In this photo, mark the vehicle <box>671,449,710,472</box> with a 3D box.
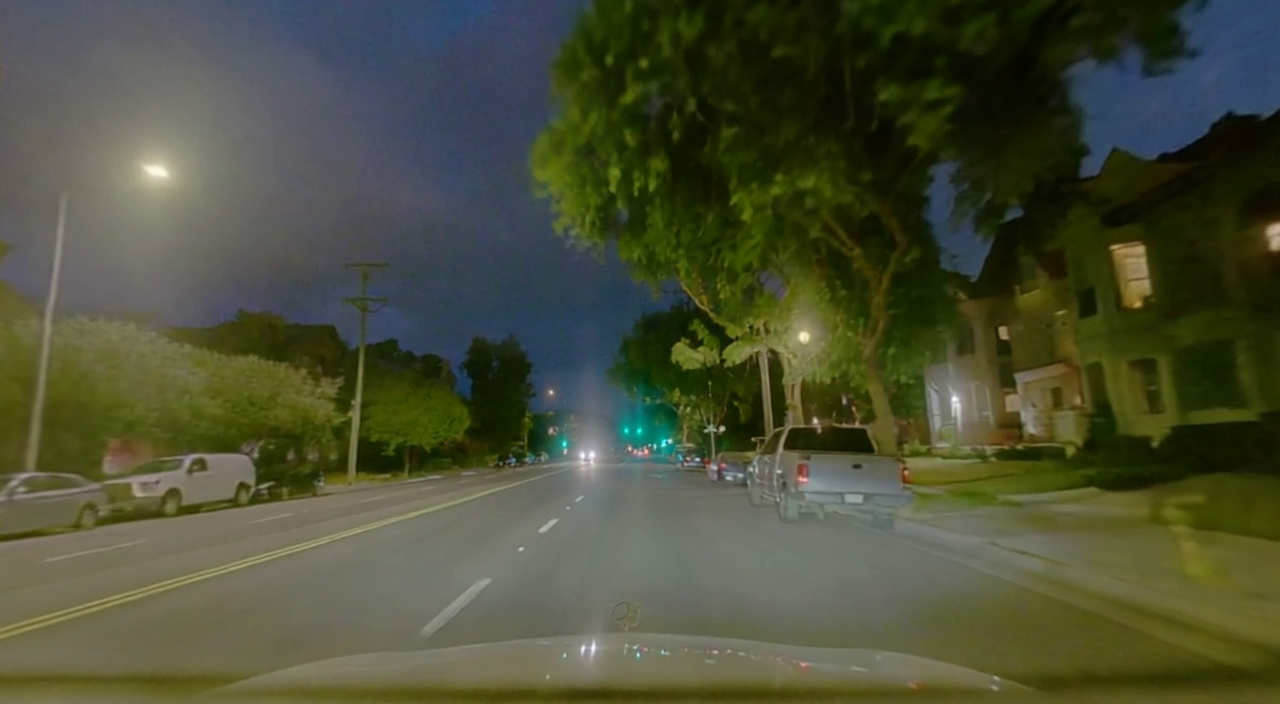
[{"bbox_3d":[3.349,7.319,42.837,2.158,1.477,5.135,0,-9,0],"label":"vehicle"}]

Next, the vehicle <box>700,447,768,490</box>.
[{"bbox_3d":[3.476,4.404,24.200,2.009,1.468,4.414,0,-9,1],"label":"vehicle"}]

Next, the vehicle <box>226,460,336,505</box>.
[{"bbox_3d":[-13.916,5.065,24.827,1.798,1.486,4.353,0,-9,-1],"label":"vehicle"}]

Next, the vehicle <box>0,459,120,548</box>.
[{"bbox_3d":[-13.879,3.225,13.641,1.772,1.736,4.020,0,-9,1],"label":"vehicle"}]

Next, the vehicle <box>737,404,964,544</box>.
[{"bbox_3d":[3.573,2.264,12.451,2.327,2.026,6.259,0,-9,0],"label":"vehicle"}]

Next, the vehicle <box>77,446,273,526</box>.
[{"bbox_3d":[-13.989,4.014,19.589,2.213,1.903,5.326,-5,-9,-2],"label":"vehicle"}]
